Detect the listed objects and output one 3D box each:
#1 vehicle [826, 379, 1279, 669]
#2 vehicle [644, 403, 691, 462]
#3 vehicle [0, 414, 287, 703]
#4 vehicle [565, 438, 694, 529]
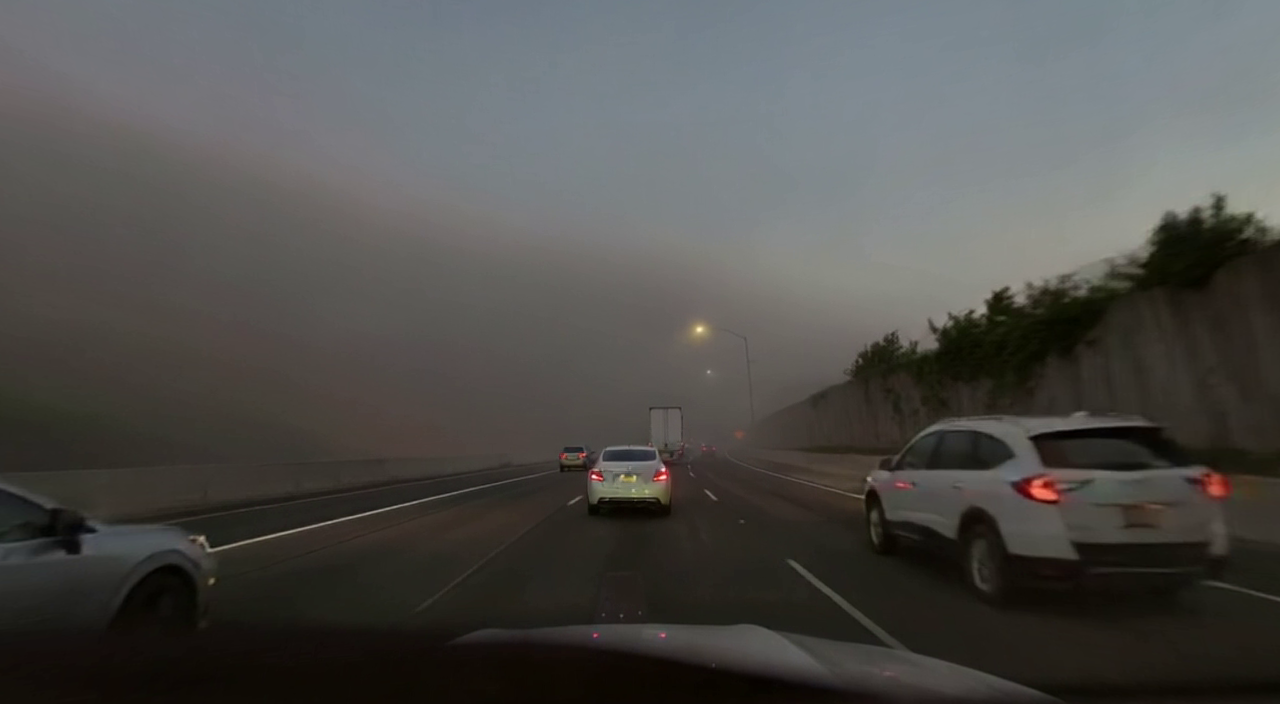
[{"bbox_3d":[3.576,1.341,6.043,2.166,1.666,4.618,0,-9,0],"label":"vehicle"},{"bbox_3d":[2.344,6.395,49.206,2.990,4.072,10.706,-1,-9,6],"label":"vehicle"},{"bbox_3d":[-3.786,0.942,2.203,2.130,1.474,5.027,-1,-9,1],"label":"vehicle"},{"bbox_3d":[-0.135,2.493,12.524,2.136,1.470,3.971,-1,-9,1],"label":"vehicle"}]
